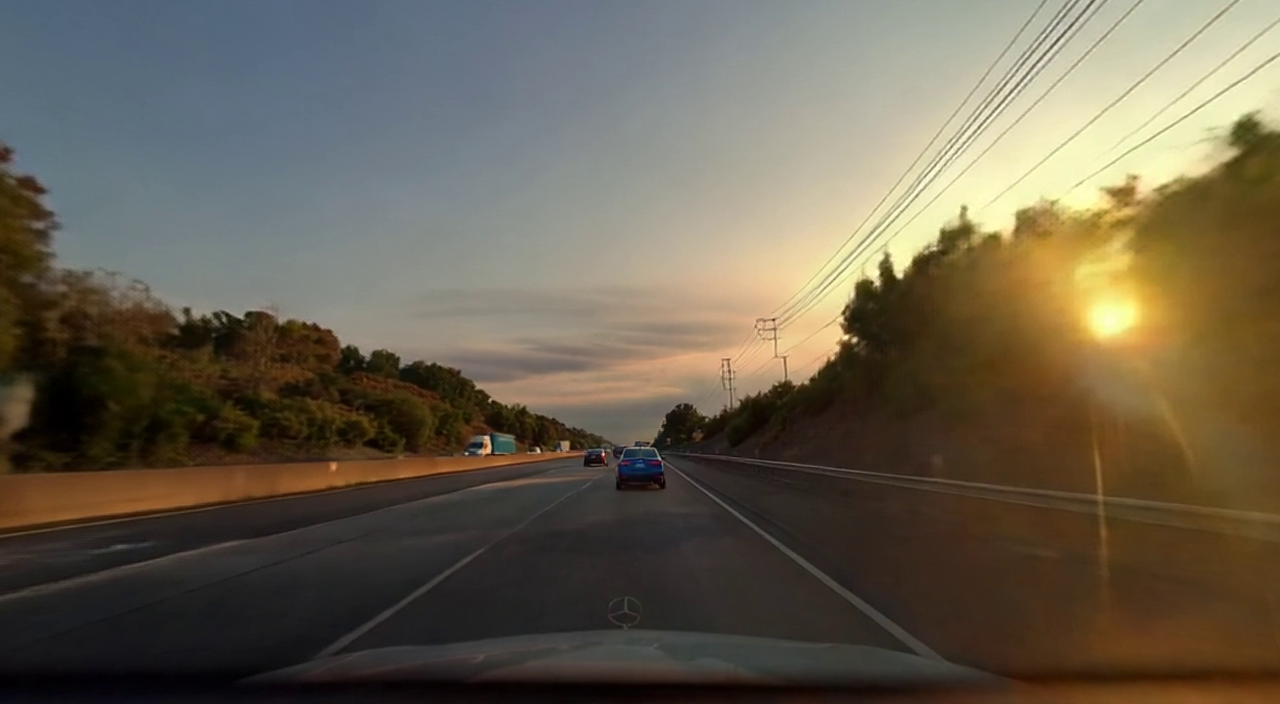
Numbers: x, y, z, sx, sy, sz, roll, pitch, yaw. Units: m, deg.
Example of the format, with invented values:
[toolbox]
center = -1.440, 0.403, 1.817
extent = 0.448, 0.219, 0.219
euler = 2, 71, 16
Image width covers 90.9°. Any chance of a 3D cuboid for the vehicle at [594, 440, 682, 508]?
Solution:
[vehicle]
center = -0.058, 3.089, 16.419
extent = 1.966, 1.499, 4.298
euler = 0, -9, 0
